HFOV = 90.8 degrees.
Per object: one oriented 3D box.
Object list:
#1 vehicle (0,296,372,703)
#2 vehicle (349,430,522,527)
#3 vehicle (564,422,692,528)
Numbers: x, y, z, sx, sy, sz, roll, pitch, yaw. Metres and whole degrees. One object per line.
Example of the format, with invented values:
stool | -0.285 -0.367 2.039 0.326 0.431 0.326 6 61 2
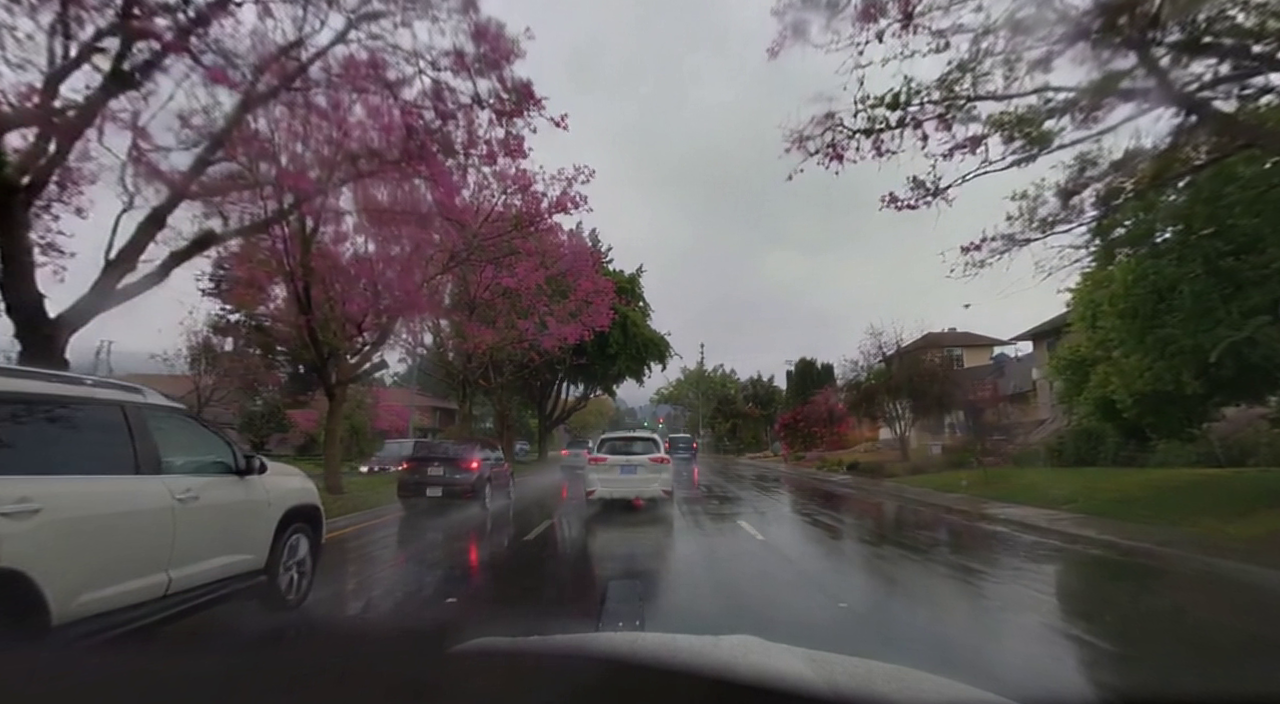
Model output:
vehicle | -3.613 0.917 3.572 2.161 1.919 4.798 0 -8 -1
vehicle | -3.689 2.347 12.266 2.066 1.565 3.905 0 -8 0
vehicle | -0.213 2.199 11.799 1.997 1.636 3.760 0 -8 -1
